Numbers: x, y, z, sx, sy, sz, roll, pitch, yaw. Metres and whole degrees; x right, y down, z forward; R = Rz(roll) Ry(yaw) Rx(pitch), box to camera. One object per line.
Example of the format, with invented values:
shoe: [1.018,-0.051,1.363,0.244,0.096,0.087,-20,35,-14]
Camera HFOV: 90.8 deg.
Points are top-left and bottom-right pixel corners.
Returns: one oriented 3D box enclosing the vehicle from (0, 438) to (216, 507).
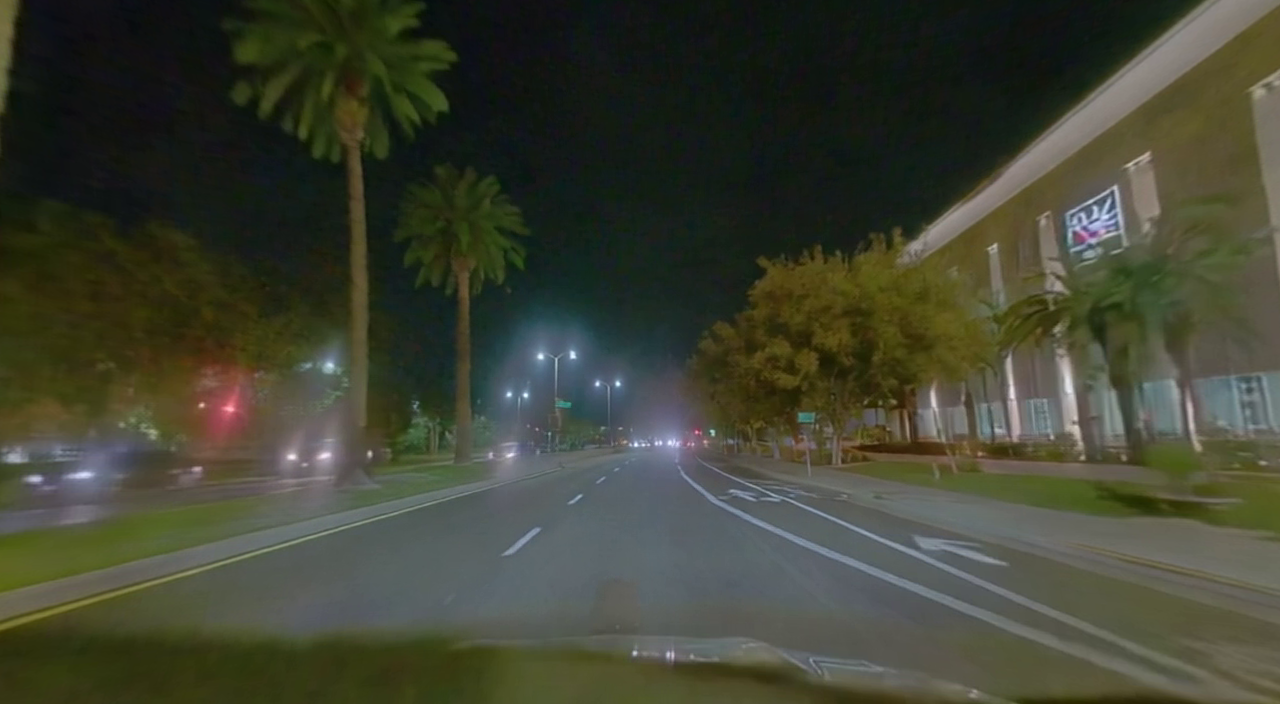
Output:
vehicle: [-17.257,3.868,20.931,2.211,1.924,5.789,-1,-9,2]

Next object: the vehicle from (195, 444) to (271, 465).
vehicle: [-29.452,7.408,45.723,4.479,1.465,1.772,-1,-8,8]
